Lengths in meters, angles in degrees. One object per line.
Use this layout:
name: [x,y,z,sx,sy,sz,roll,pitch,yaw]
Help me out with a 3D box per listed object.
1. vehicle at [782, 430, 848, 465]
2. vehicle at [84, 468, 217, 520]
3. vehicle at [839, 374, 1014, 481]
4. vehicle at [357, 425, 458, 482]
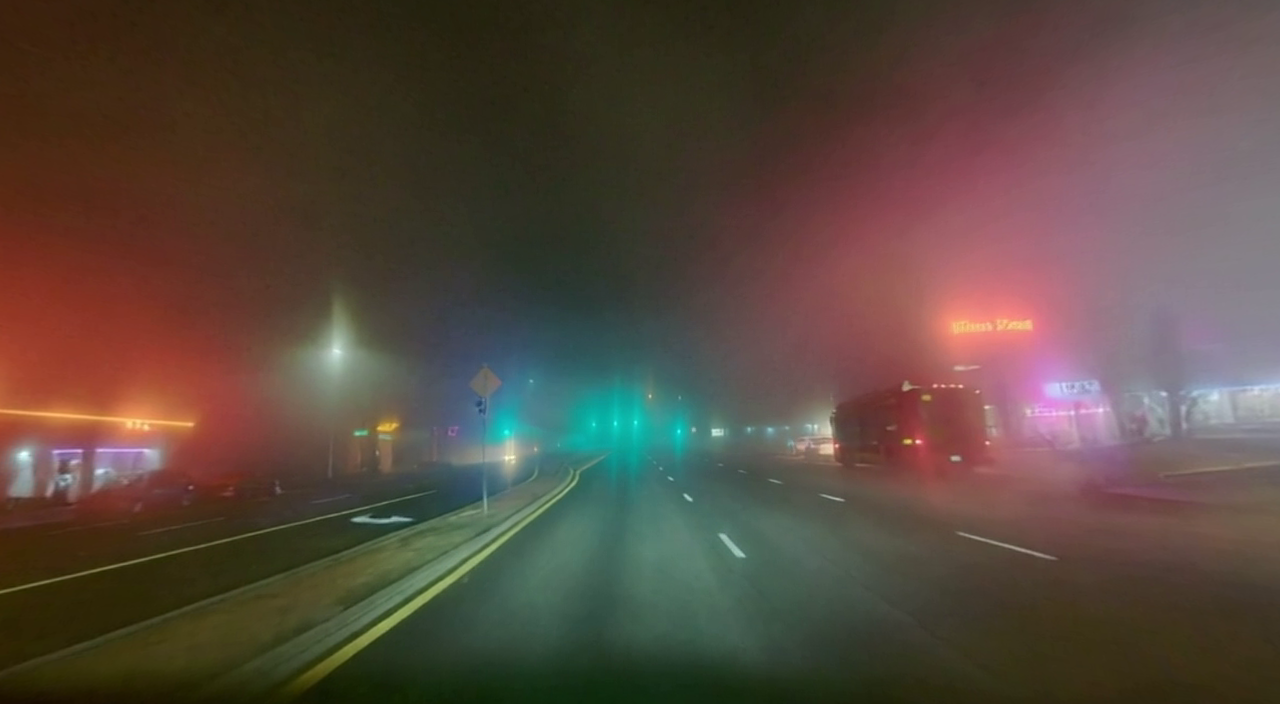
vehicle: [9.689,5.350,35.466,2.147,1.781,5.063,0,-8,-1]
vehicle: [-19.581,5.655,25.585,1.984,1.578,4.507,-4,-8,-2]
vehicle: [9.773,2.788,22.696,2.923,3.249,6.993,0,-8,0]
vehicle: [-15.346,6.831,42.846,3.179,3.378,9.825,0,-8,0]
